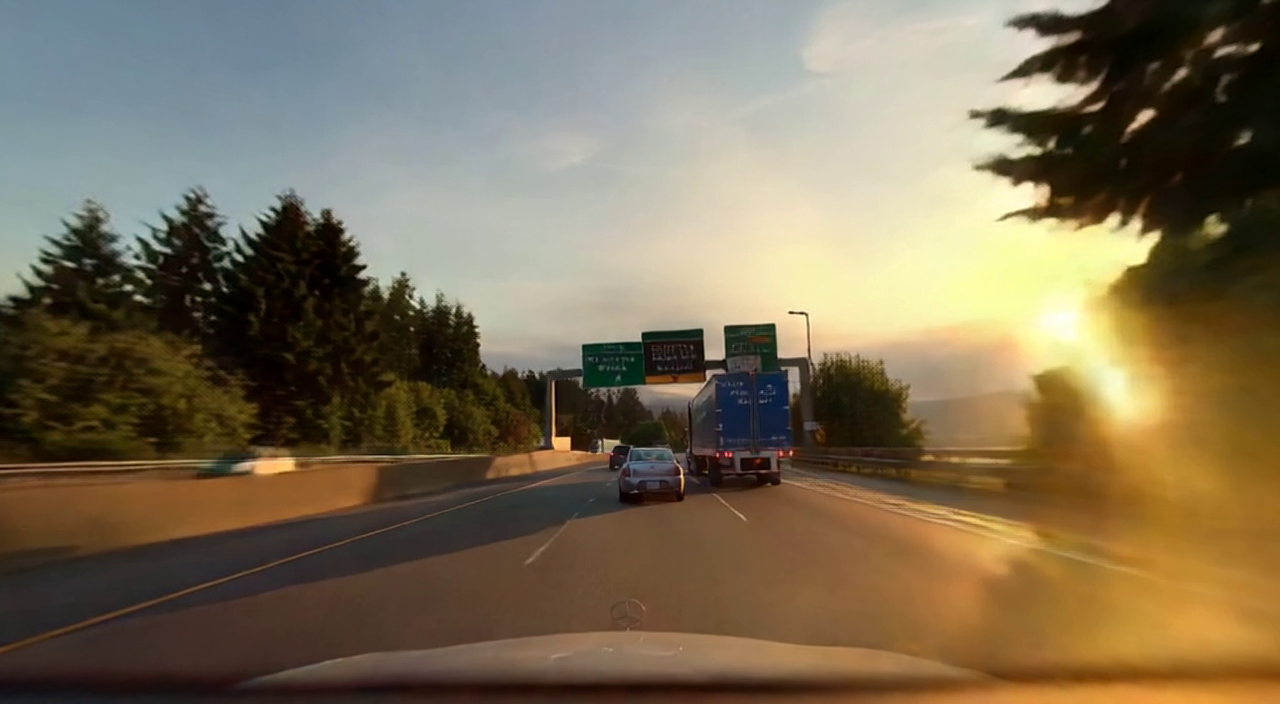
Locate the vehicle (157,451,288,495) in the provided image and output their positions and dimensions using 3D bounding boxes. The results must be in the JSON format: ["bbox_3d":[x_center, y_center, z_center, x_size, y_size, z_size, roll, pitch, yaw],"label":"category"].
[{"bbox_3d":[-15.391,4.447,23.574,1.769,1.450,4.404,0,-9,2],"label":"vehicle"}]

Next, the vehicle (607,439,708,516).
[{"bbox_3d":[0.349,2.921,15.179,2.039,1.532,4.610,0,-9,0],"label":"vehicle"}]

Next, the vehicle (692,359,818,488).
[{"bbox_3d":[4.128,3.289,26.498,2.960,4.018,13.834,0,-9,1],"label":"vehicle"}]
